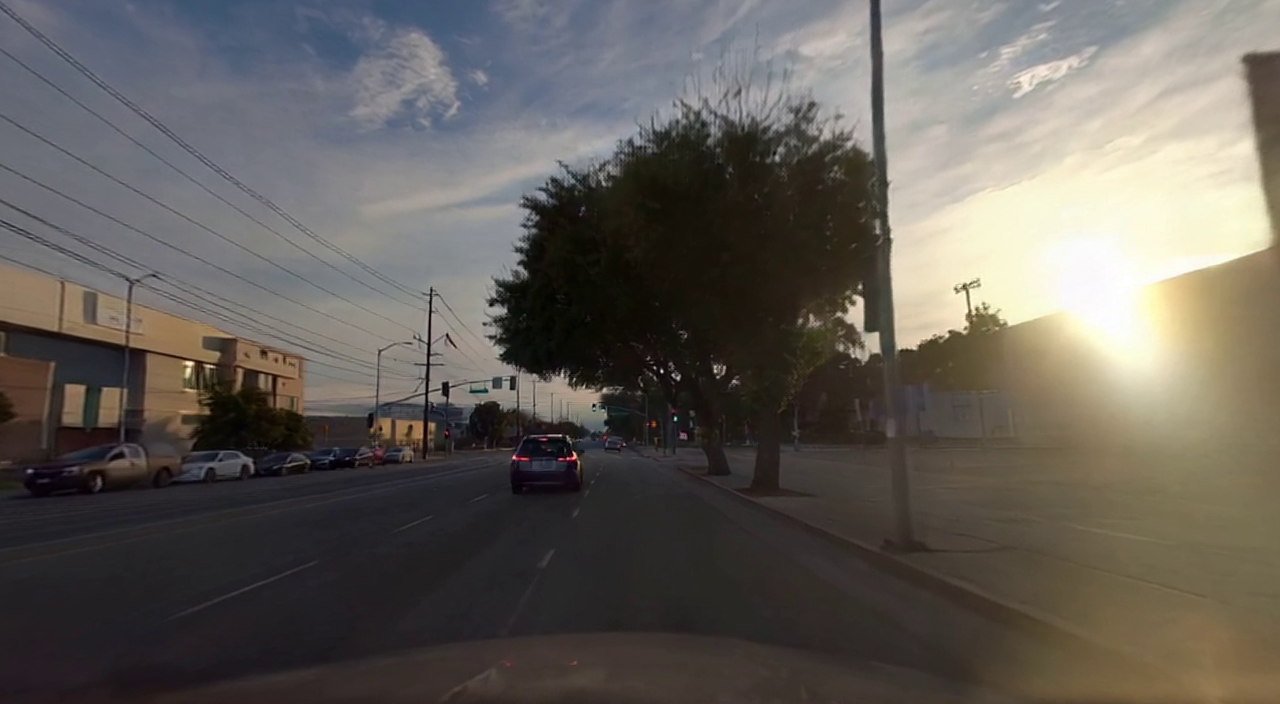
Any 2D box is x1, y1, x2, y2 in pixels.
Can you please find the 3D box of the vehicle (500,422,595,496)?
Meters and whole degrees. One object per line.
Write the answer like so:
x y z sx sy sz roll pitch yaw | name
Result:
-2.347 2.854 17.135 2.022 1.757 4.041 0 -9 -1 | vehicle

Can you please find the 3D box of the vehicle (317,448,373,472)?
-21.689 7.905 46.595 1.989 1.689 4.388 0 -9 0 | vehicle

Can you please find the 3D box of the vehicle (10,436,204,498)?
-20.980 4.528 25.458 2.369 2.159 6.388 0 -9 -2 | vehicle

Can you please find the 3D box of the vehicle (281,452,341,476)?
-21.639 7.384 41.799 1.790 1.415 4.450 0 -9 -3 | vehicle

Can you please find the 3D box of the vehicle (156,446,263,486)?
-21.063 5.549 31.202 2.015 1.815 4.856 0 -9 -3 | vehicle
